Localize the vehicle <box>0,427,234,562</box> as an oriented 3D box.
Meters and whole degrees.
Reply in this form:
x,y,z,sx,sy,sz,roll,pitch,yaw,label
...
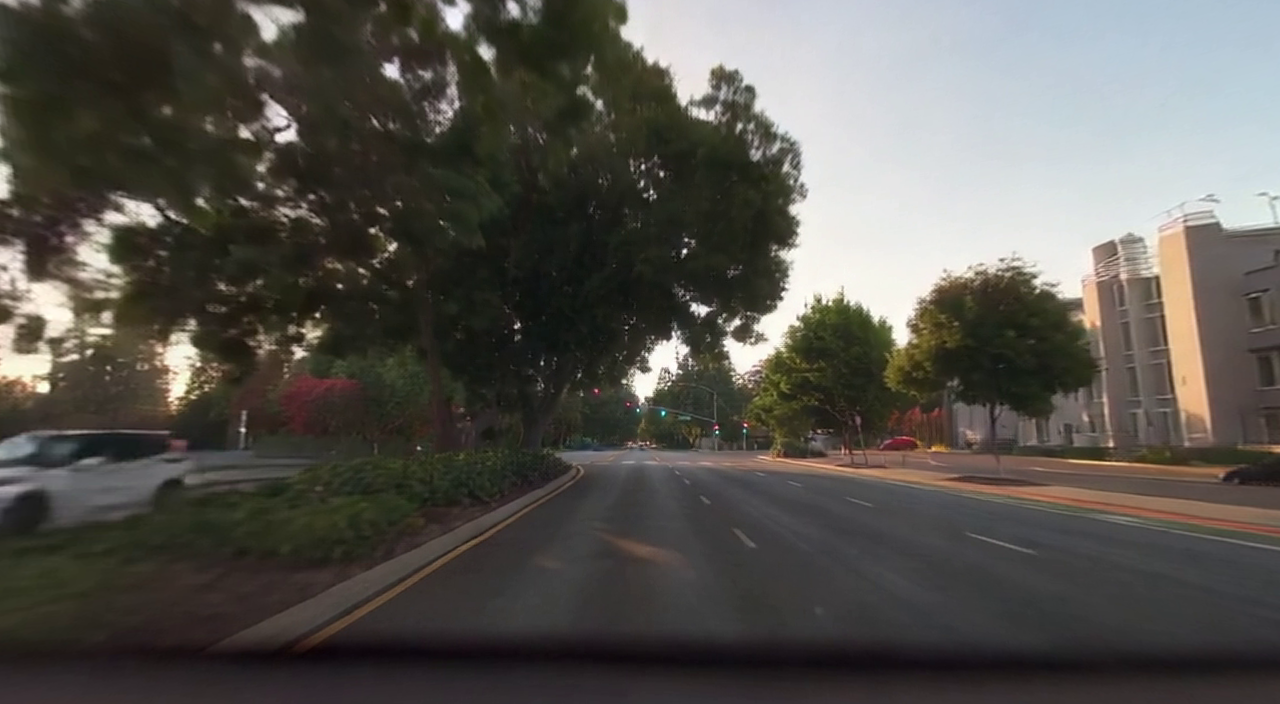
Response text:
x,y,z,sx,sy,sz,roll,pitch,yaw,label
-8.290,1.917,9.155,1.936,1.525,4.214,0,-8,0,vehicle
